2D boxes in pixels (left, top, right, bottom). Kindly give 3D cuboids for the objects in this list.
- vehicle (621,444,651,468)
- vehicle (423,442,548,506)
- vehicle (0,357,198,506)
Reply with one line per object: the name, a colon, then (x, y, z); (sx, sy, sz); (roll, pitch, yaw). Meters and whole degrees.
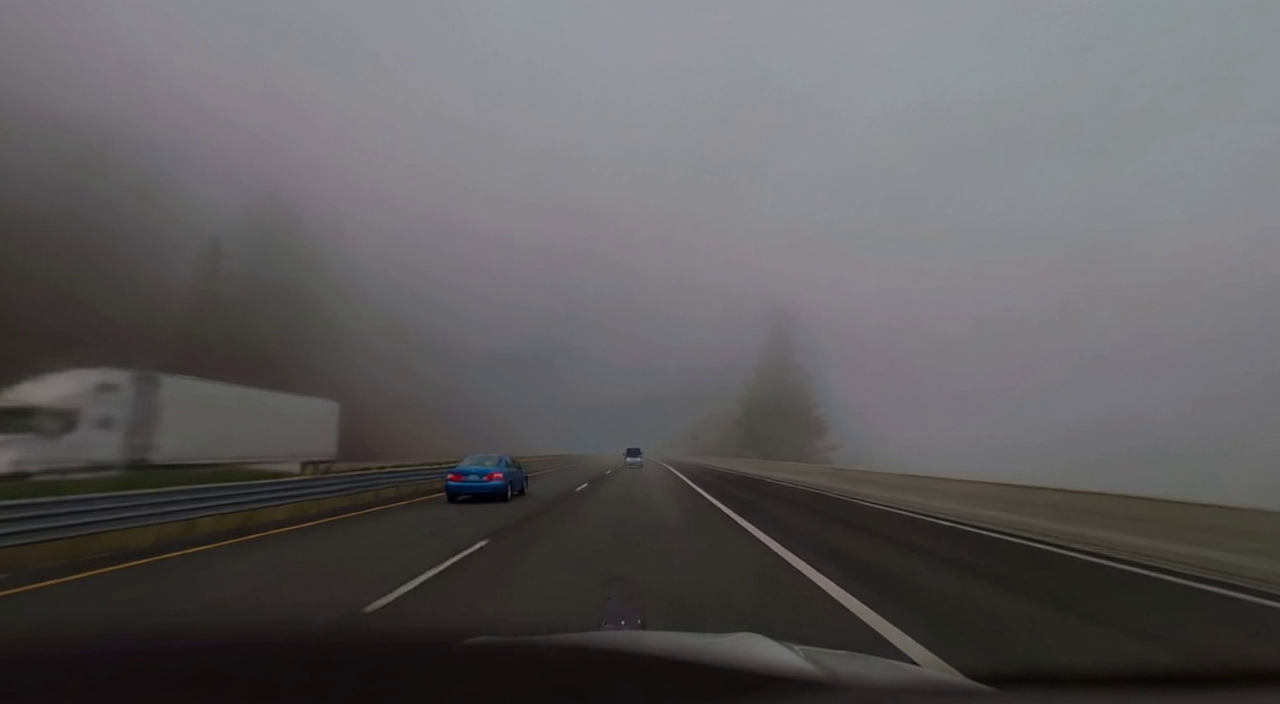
vehicle: (-0.242, 7.217, 43.789); (2.011, 1.590, 3.607); (0, -9, 1)
vehicle: (-3.931, 3.188, 16.984); (2.157, 1.483, 4.601); (0, -9, 1)
vehicle: (-17.196, 2.445, 19.086); (3.013, 3.781, 6.029); (0, -9, 1)
